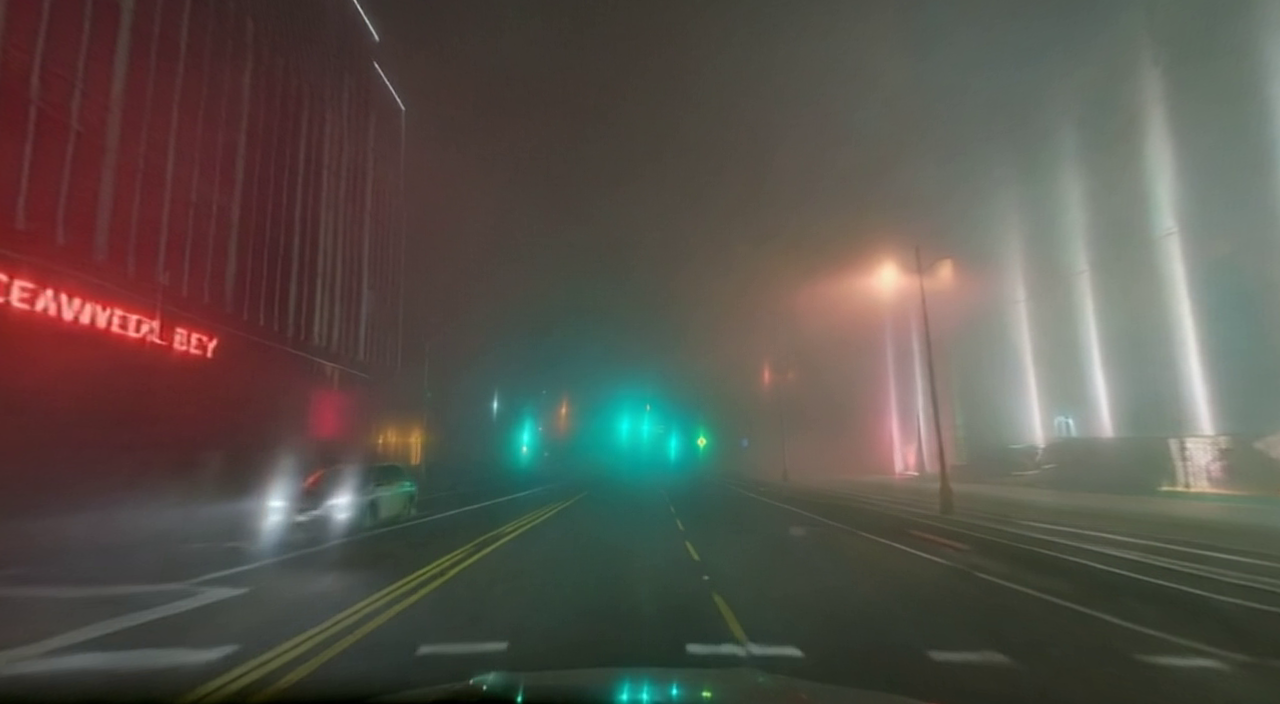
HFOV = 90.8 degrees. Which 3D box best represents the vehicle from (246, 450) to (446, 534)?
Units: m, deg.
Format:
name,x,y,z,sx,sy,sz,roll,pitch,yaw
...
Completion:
name,x,y,z,sx,sy,sz,roll,pitch,yaw
vehicle,-6.307,3.020,14.376,2.037,1.563,4.754,-1,-9,4
